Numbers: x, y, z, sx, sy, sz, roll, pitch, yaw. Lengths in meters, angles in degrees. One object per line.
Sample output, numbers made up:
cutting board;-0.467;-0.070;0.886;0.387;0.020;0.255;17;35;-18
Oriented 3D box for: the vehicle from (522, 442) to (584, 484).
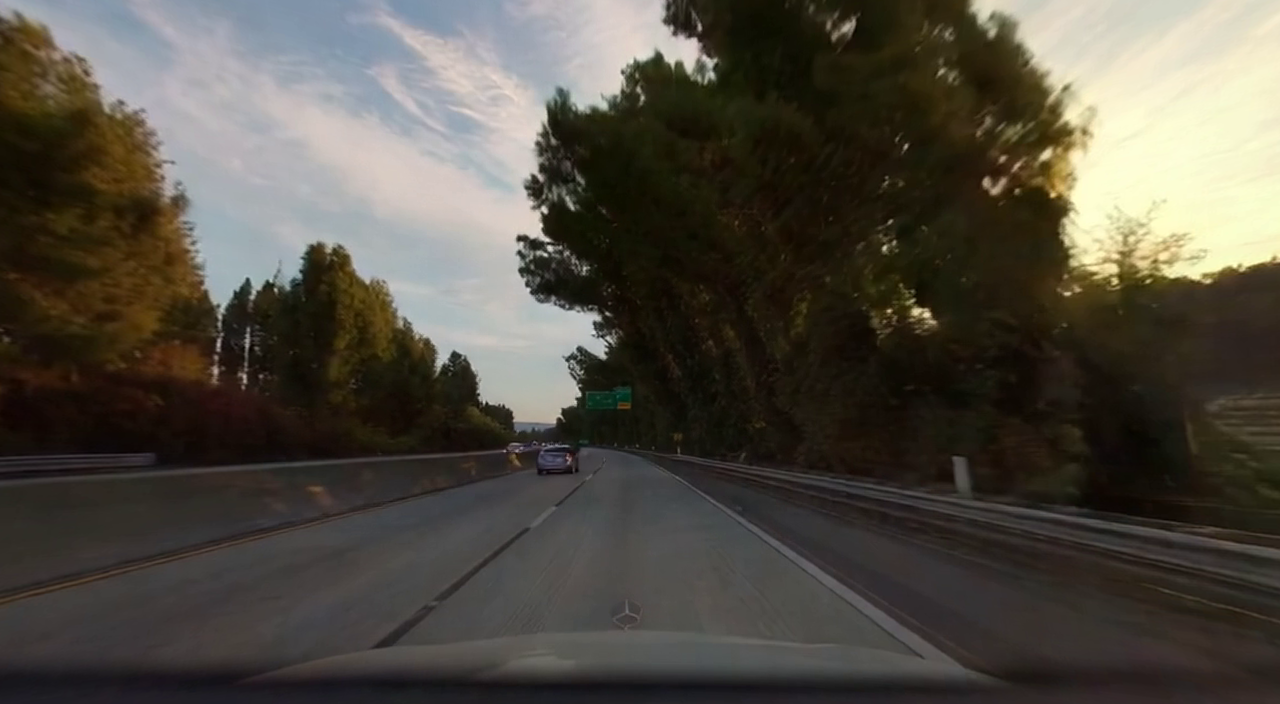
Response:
vehicle;-3.446;4.457;25.572;1.990;1.532;3.911;0;-9;-1
